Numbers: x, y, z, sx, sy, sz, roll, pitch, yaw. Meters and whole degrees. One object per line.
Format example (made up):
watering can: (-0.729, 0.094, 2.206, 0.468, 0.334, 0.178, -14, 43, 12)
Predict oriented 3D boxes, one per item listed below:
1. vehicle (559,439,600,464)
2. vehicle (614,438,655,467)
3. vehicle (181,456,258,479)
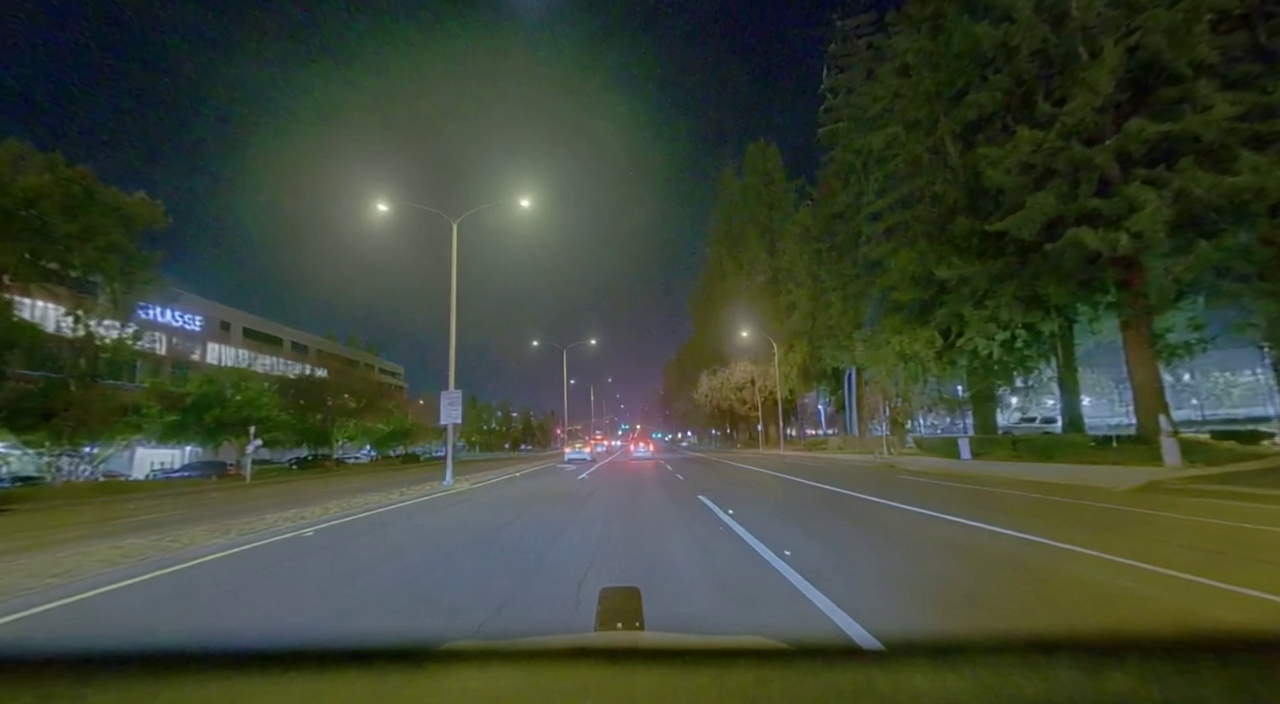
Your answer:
vehicle: (-3.671, 6.179, 39.334, 2.139, 1.487, 4.453, 0, -8, 0)
vehicle: (-0.319, 5.499, 34.741, 2.126, 1.475, 3.967, 0, -8, -1)
vehicle: (-28.730, 7.899, 43.248, 3.942, 1.471, 1.859, 0, -8, 0)
